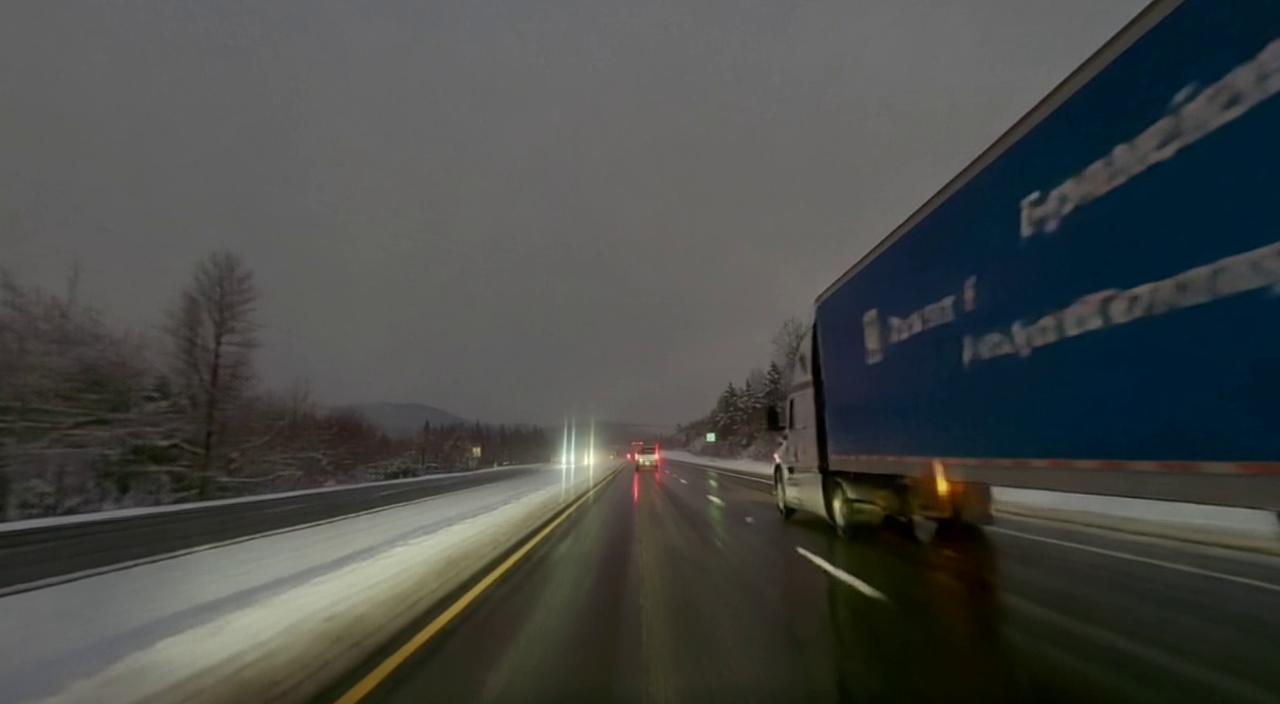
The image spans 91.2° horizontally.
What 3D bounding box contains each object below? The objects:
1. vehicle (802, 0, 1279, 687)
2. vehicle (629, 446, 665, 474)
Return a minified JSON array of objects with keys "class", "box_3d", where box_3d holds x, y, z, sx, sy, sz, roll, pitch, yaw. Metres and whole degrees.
[{"class":"vehicle","box_3d":[4.870,-0.087,4.954,3.167,4.180,14.924,2,-9,0]},{"class":"vehicle","box_3d":[0.419,6.958,40.501,2.160,1.691,4.243,0,-9,-1]}]
